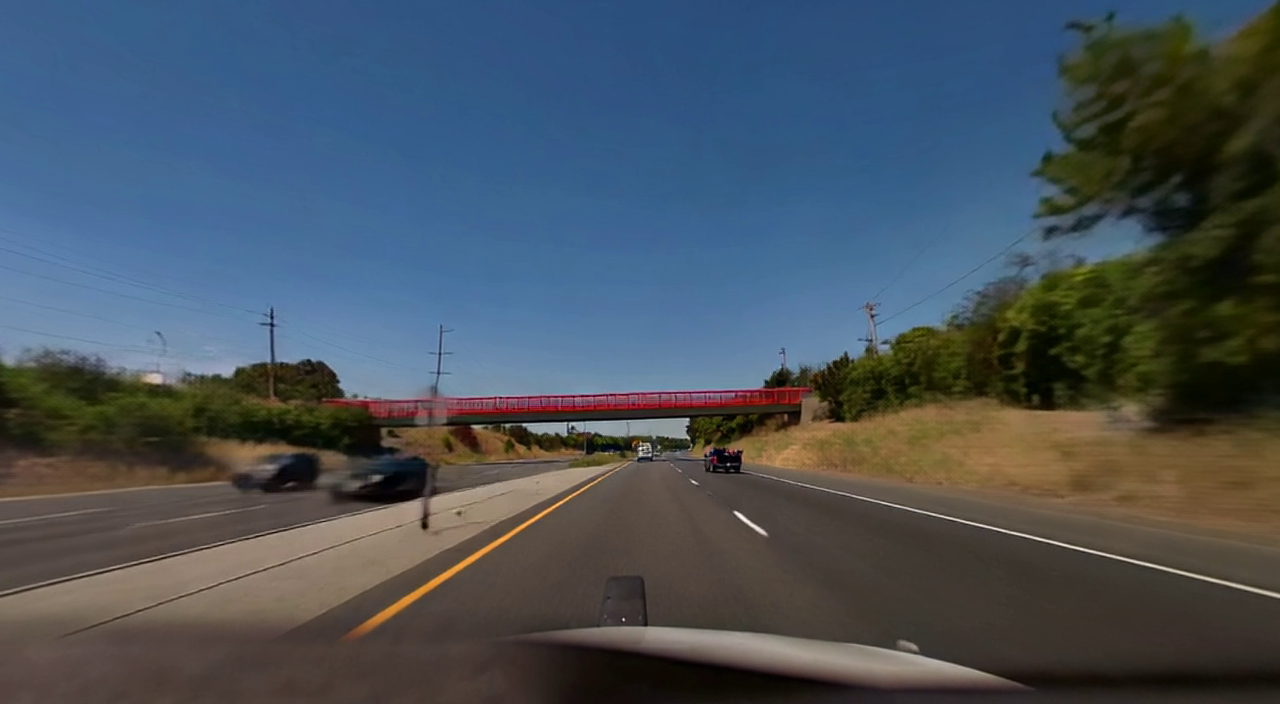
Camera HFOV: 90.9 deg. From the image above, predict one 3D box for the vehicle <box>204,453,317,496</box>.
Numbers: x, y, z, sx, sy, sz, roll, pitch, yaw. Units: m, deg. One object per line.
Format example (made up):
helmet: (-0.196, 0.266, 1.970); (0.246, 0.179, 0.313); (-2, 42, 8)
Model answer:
vehicle: (-15.115, 4.886, 25.429); (1.874, 1.535, 4.265); (0, -9, 0)

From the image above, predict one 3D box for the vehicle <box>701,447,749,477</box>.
vehicle: (4.614, 6.069, 35.037); (1.988, 1.505, 4.958); (0, -9, 0)

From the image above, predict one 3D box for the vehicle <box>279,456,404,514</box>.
vehicle: (-8.634, 3.840, 18.607); (1.840, 1.482, 3.574); (0, -9, 1)

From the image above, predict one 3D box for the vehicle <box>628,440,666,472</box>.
vehicle: (0.513, 6.909, 42.053); (2.369, 1.948, 5.343); (0, -9, 2)
